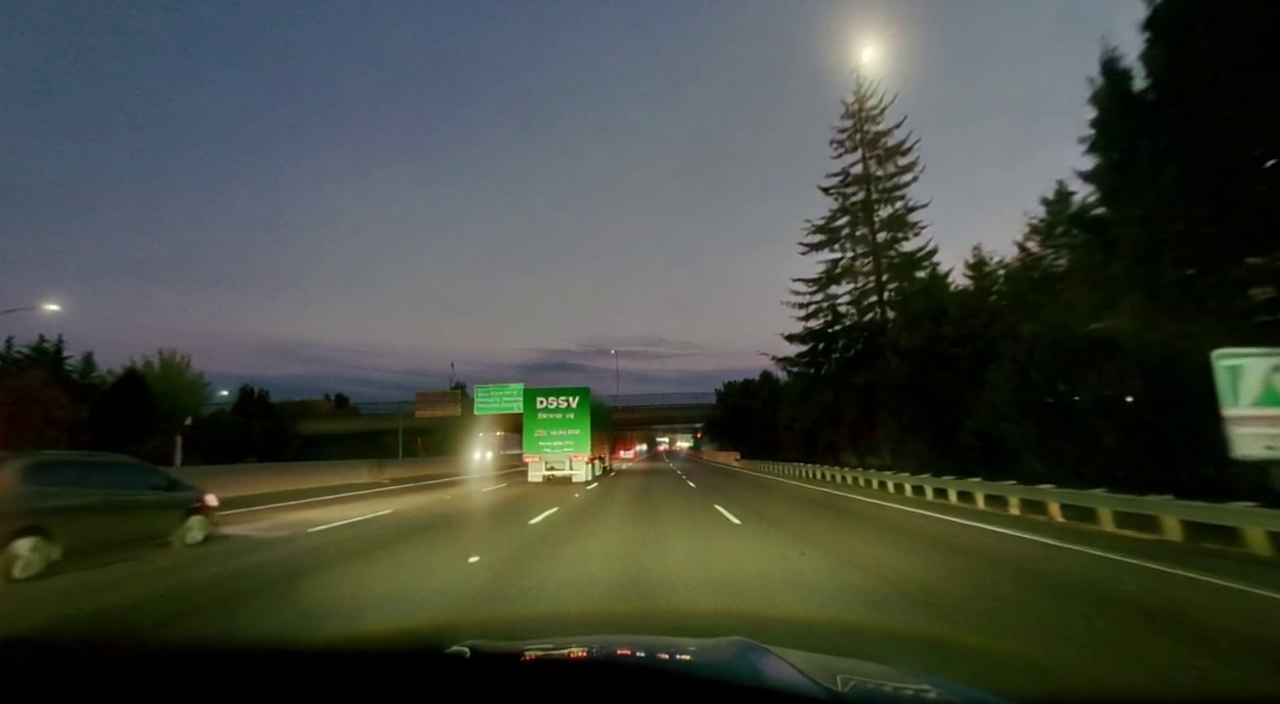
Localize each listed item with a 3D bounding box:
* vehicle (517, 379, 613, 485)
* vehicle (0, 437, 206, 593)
[{"bbox_3d":[-3.116,4.005,30.303,3.025,4.002,12.709,-1,-9,0],"label":"vehicle"},{"bbox_3d":[-7.053,1.610,6.314,1.958,1.467,4.737,-1,-9,1],"label":"vehicle"}]
